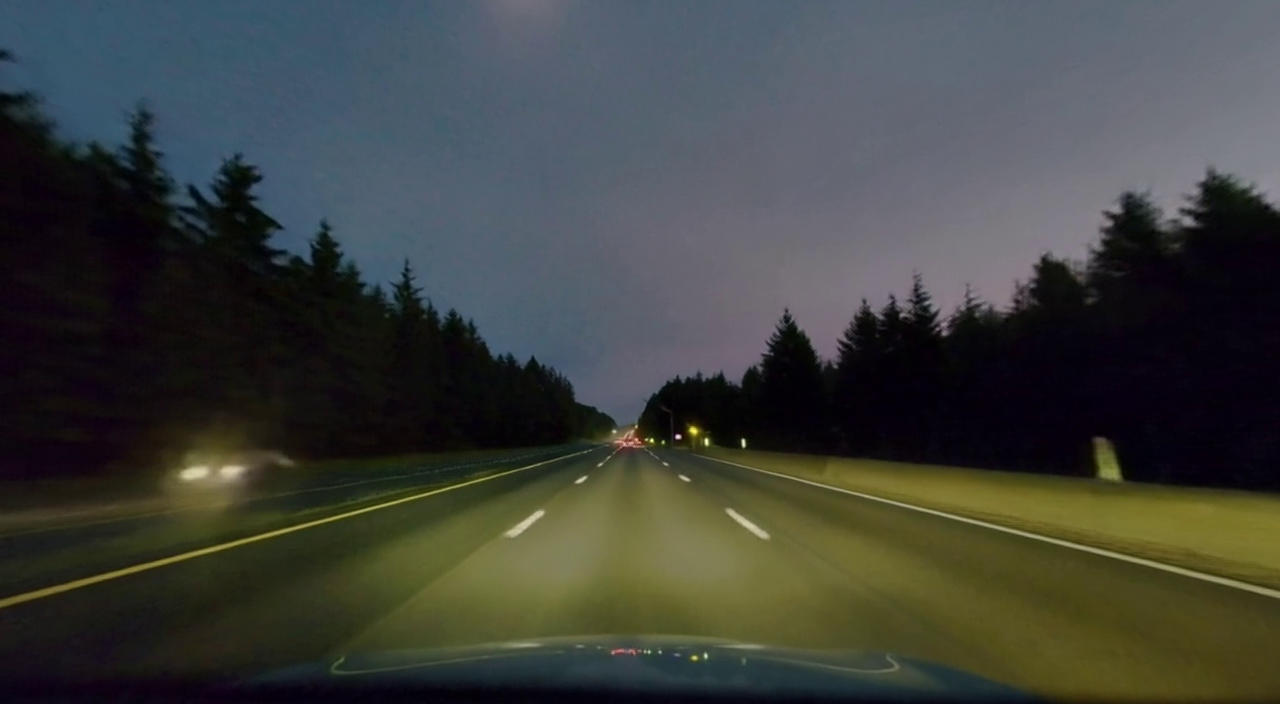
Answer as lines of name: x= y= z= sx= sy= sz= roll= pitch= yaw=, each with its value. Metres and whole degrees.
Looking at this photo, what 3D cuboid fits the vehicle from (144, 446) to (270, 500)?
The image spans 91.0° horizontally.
vehicle: x=-16.331 y=4.529 z=24.040 sx=1.938 sy=1.793 sz=4.055 roll=0 pitch=-8 yaw=-1
